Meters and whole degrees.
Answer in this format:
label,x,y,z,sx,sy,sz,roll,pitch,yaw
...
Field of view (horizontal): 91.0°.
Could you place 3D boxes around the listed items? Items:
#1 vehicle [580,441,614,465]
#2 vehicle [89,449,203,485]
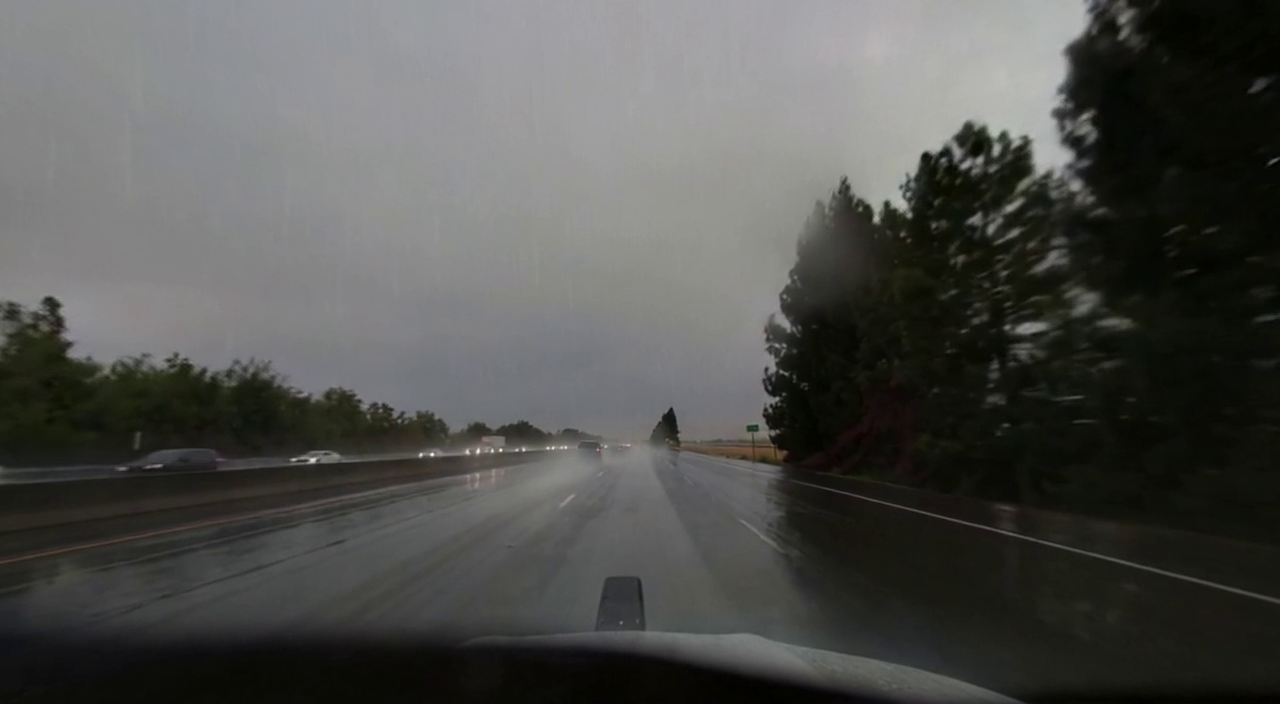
label,x,y,z,sx,sy,sz,roll,pitch,yaw
vehicle,-3.209,7.667,47.896,2.166,1.723,4.267,0,-9,1
vehicle,-24.411,5.657,31.370,1.893,1.640,4.541,0,-9,0
